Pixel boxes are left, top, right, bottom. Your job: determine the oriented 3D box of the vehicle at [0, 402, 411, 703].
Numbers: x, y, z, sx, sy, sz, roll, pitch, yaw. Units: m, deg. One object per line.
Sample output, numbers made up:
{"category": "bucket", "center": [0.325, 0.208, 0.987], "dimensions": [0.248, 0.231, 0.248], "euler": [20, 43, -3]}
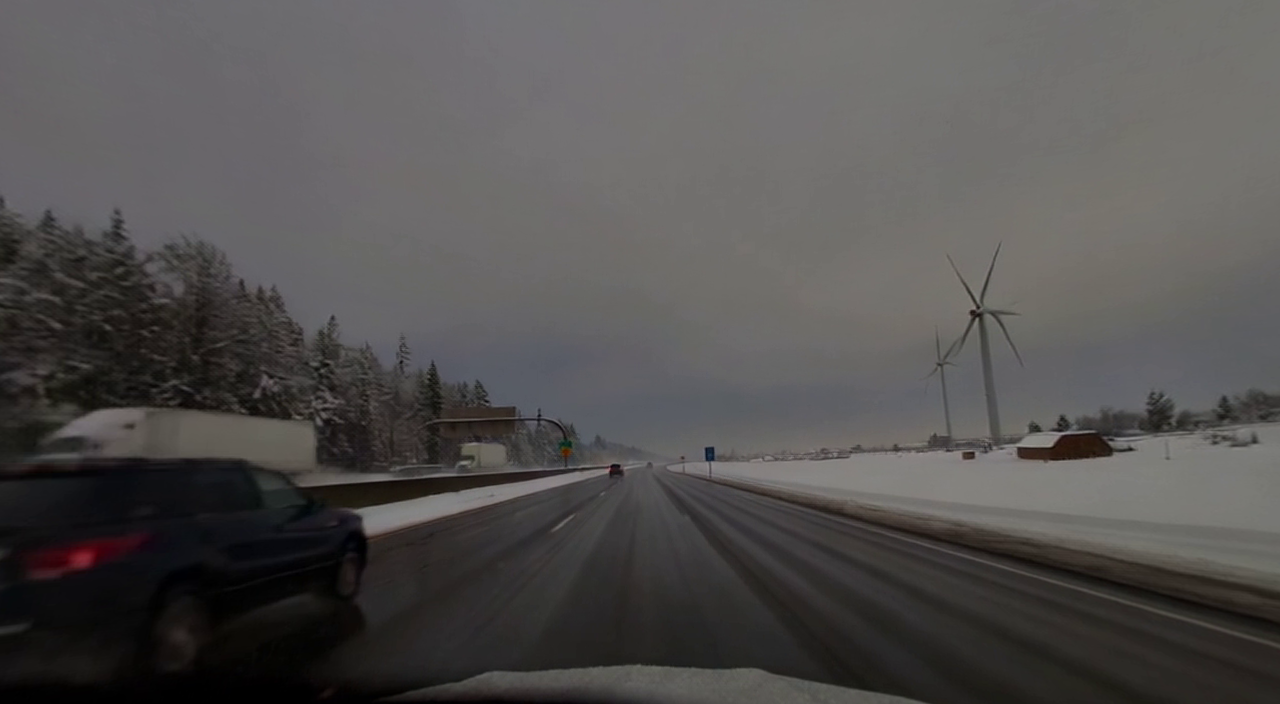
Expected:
{"category": "vehicle", "center": [-3.553, 1.303, 4.430], "dimensions": [2.039, 1.505, 4.843], "euler": [1, -10, 0]}
